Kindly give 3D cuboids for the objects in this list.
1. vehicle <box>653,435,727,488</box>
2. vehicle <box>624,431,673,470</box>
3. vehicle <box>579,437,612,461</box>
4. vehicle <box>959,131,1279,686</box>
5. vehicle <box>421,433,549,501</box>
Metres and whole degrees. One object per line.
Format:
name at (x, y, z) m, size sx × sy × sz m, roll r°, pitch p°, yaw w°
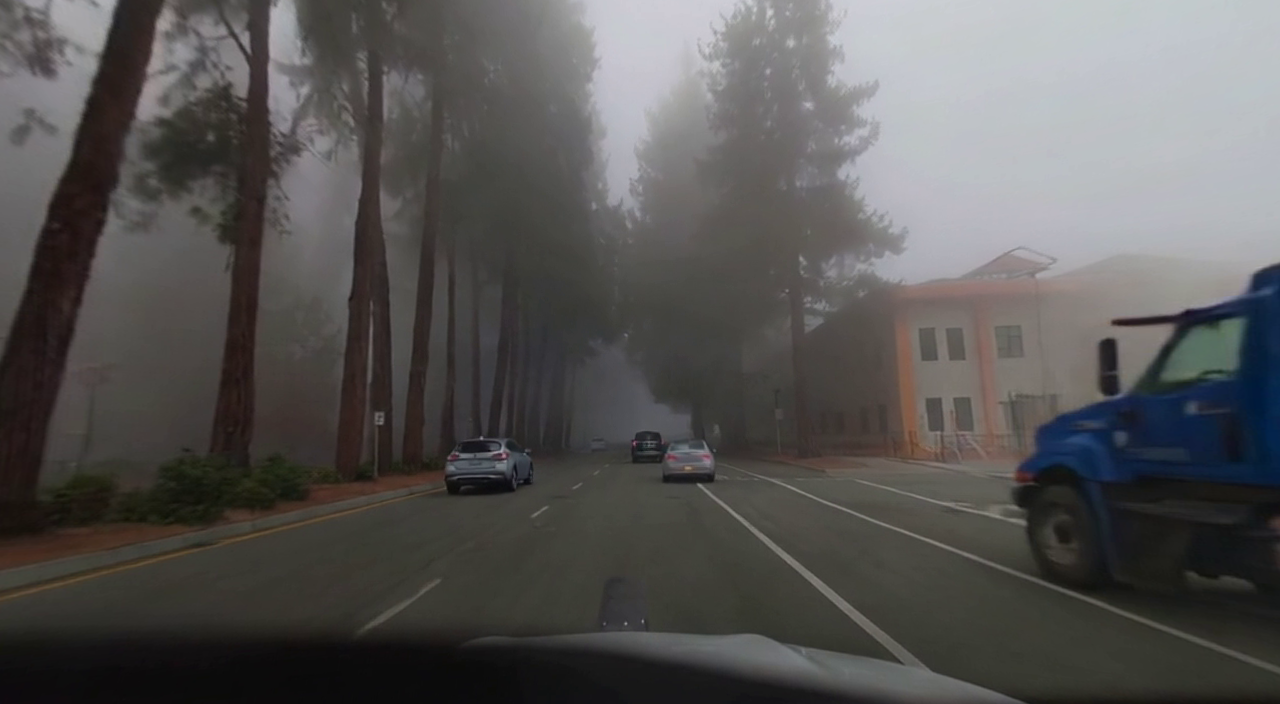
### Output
vehicle at (1.587, 3.411, 20.008) m, size 2.086 × 1.466 × 4.026 m, roll -1°, pitch -8°, yaw 4°
vehicle at (0.460, 4.886, 31.515) m, size 2.289 × 1.808 × 4.033 m, roll 0°, pitch -8°, yaw 2°
vehicle at (-3.218, 7.180, 46.752) m, size 2.062 × 1.641 × 4.193 m, roll 0°, pitch -8°, yaw 1°
vehicle at (5.338, 0.211, 2.858) m, size 3.089 × 3.258 × 8.841 m, roll -1°, pitch -8°, yaw 0°
vehicle at (-3.802, 2.908, 16.485) m, size 2.003 × 1.507 × 4.808 m, roll 0°, pitch -8°, yaw 2°
